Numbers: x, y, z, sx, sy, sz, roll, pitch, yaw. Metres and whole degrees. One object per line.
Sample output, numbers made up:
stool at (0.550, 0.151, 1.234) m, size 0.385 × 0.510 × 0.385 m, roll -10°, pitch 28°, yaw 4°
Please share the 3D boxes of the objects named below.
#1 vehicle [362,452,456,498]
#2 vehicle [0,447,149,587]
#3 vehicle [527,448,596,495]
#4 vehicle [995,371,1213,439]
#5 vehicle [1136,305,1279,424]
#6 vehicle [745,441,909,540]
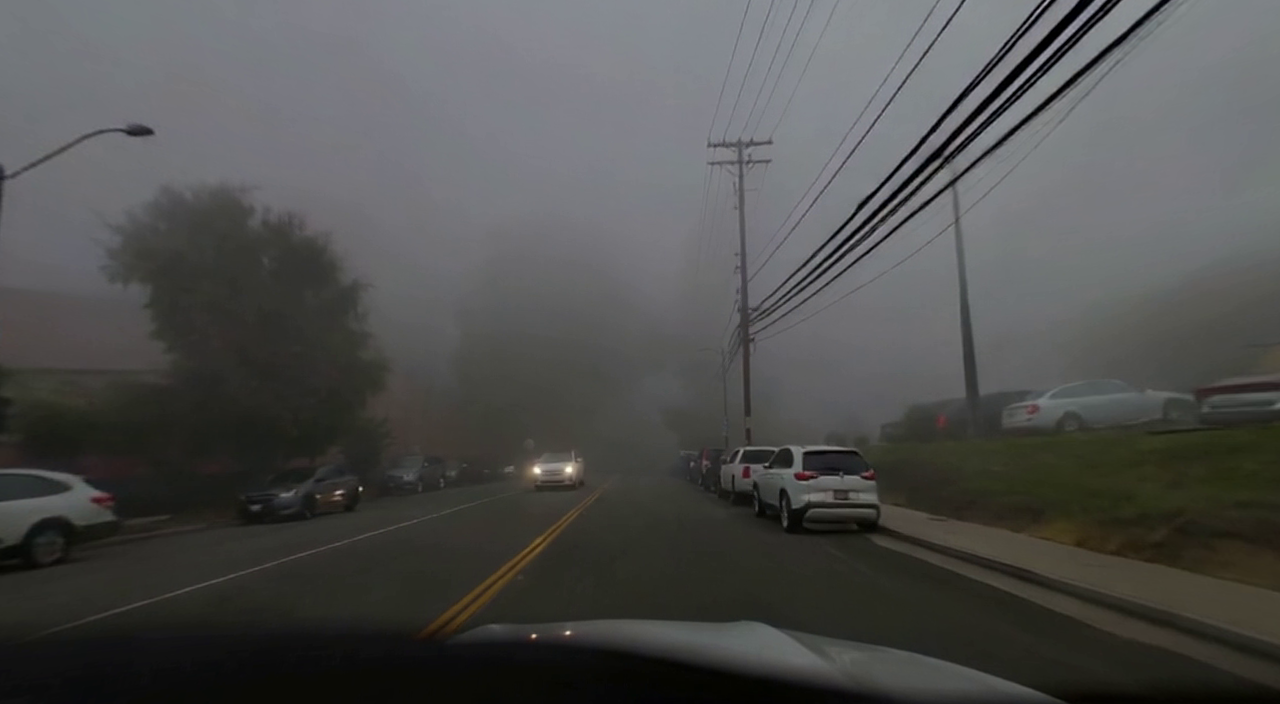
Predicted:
vehicle at (-11.295, 6.025, 31.404) m, size 2.322 × 2.037 × 5.030 m, roll -1°, pitch -9°, yaw 6°
vehicle at (-9.581, 2.164, 8.494) m, size 4.138 × 1.732 × 2.015 m, roll 3°, pitch -10°, yaw -20°
vehicle at (-3.064, 4.781, 25.697) m, size 2.103 × 1.721 × 4.473 m, roll 0°, pitch -9°, yaw 2°
vehicle at (11.522, 1.391, 15.939) m, size 3.857 × 1.457 × 1.950 m, roll -3°, pitch -7°, yaw 3°
vehicle at (11.421, 0.291, 10.268) m, size 4.959 × 1.638 × 2.089 m, roll 0°, pitch -9°, yaw -2°
vehicle at (3.509, 2.673, 12.857) m, size 1.936 × 1.641 × 4.434 m, roll 0°, pitch -9°, yaw 0°
